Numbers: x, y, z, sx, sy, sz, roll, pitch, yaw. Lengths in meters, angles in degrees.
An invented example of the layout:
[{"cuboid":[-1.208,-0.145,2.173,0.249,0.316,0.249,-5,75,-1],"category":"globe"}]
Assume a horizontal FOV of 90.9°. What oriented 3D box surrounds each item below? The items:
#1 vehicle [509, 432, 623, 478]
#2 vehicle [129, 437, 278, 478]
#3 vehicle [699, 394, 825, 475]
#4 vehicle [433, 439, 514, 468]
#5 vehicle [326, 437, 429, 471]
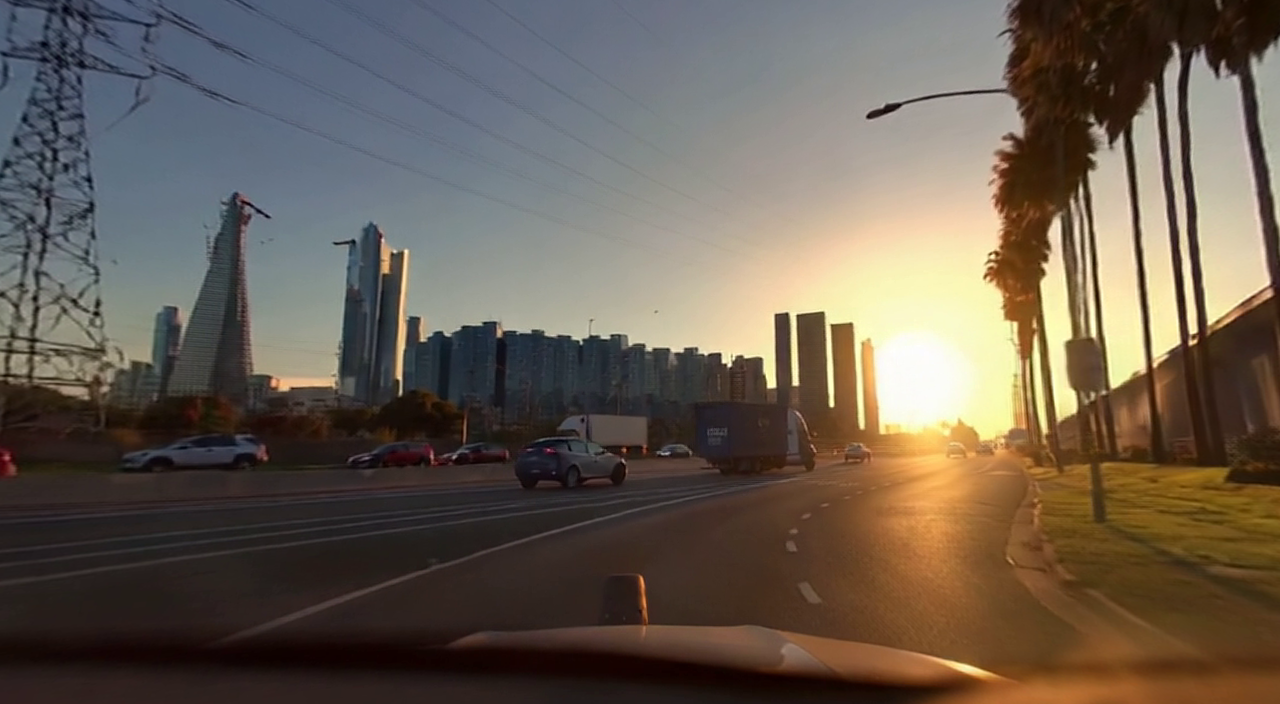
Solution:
[{"cuboid":[-3.364,4.884,30.327,2.266,1.950,5.866,-5,-10,31],"category":"vehicle"},{"cuboid":[-17.188,4.153,25.055,1.792,1.451,4.419,-5,-10,32],"category":"vehicle"},{"cuboid":[7.432,4.822,36.508,2.903,3.933,11.567,-5,-10,32],"category":"vehicle"},{"cuboid":[-9.624,5.971,36.785,1.785,1.502,4.457,-6,-13,32],"category":"vehicle"},{"cuboid":[-13.244,5.144,32.061,1.847,1.567,4.532,-5,-10,32],"category":"vehicle"}]
